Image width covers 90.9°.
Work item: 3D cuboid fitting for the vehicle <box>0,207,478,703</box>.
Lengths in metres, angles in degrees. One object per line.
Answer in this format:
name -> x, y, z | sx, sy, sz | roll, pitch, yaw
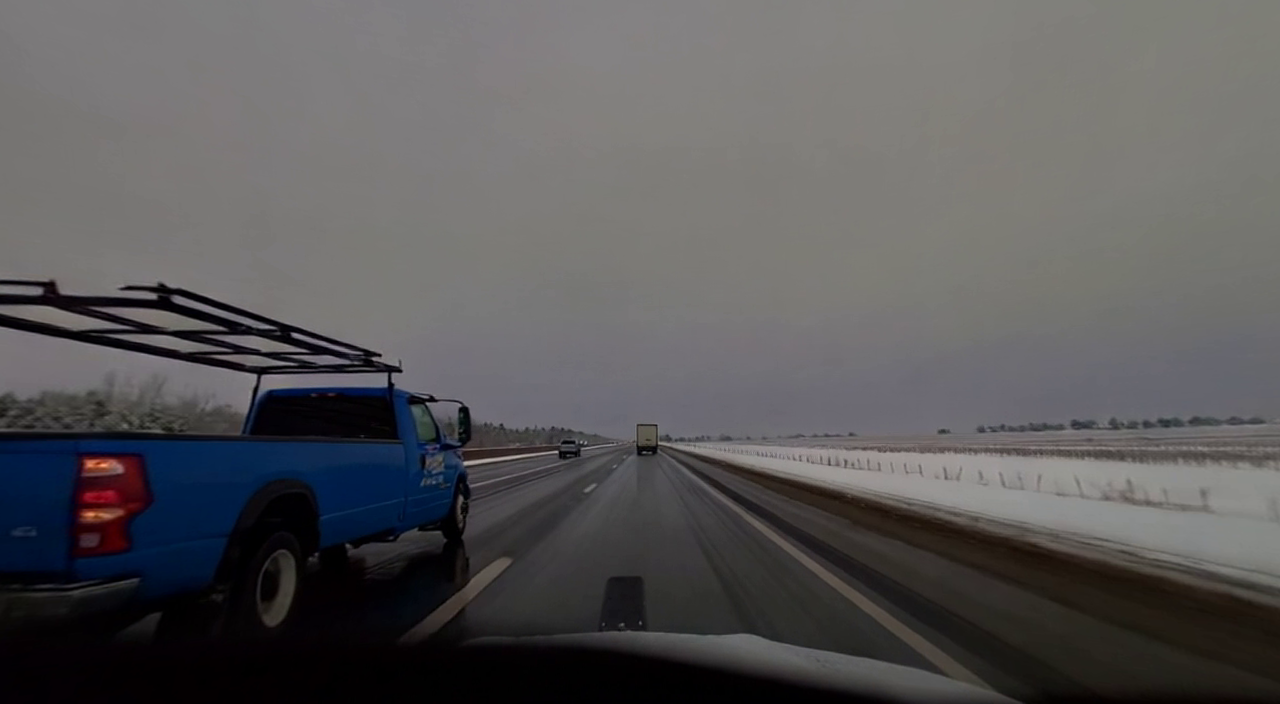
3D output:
vehicle -> -3.775, 1.066, 5.676 | 2.791, 2.330, 6.725 | 0, -8, 0
